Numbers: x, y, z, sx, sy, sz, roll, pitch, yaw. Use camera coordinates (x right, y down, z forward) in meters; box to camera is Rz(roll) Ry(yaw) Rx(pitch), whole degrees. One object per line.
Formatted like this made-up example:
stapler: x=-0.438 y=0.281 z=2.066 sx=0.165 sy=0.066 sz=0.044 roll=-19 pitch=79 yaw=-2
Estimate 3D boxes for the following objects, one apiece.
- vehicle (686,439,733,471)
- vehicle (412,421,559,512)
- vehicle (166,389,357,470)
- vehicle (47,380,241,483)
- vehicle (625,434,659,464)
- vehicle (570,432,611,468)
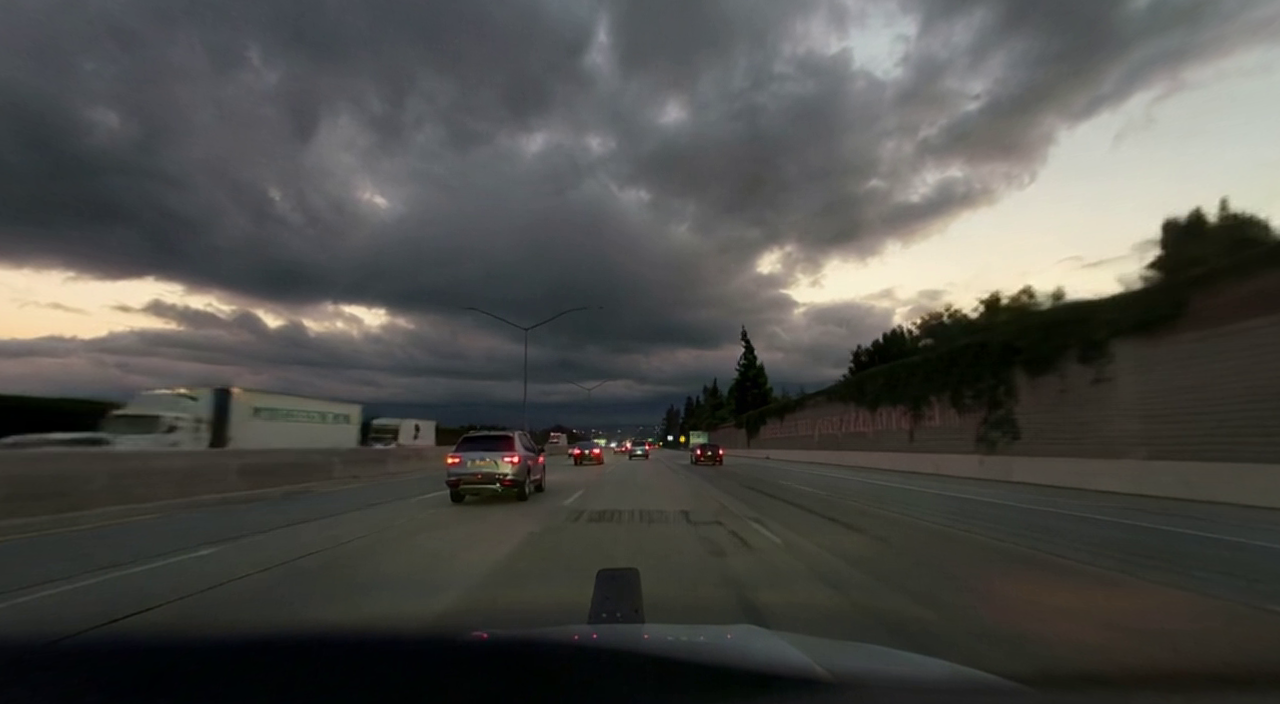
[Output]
vehicle: x=4.040 y=6.095 z=37.417 sx=2.224 sy=1.752 sz=4.487 roll=0 pitch=-9 yaw=0
vehicle: x=-3.507 y=2.734 z=15.592 sx=2.184 sy=1.819 sz=5.441 roll=0 pitch=-9 yaw=1
vehicle: x=-20.993 y=4.658 z=36.574 sx=2.900 sy=3.876 sz=12.954 roll=0 pitch=-9 yaw=1
vehicle: x=-20.943 y=3.479 z=27.217 sx=3.067 sy=3.909 sz=6.152 roll=0 pitch=-9 yaw=1
vehicle: x=0.157 y=7.526 z=49.023 sx=2.485 sy=2.215 sz=5.199 roll=0 pitch=-9 yaw=0
vehicle: x=-3.224 y=6.503 z=41.903 sx=2.378 sy=2.214 sz=4.352 roll=0 pitch=-9 yaw=0
